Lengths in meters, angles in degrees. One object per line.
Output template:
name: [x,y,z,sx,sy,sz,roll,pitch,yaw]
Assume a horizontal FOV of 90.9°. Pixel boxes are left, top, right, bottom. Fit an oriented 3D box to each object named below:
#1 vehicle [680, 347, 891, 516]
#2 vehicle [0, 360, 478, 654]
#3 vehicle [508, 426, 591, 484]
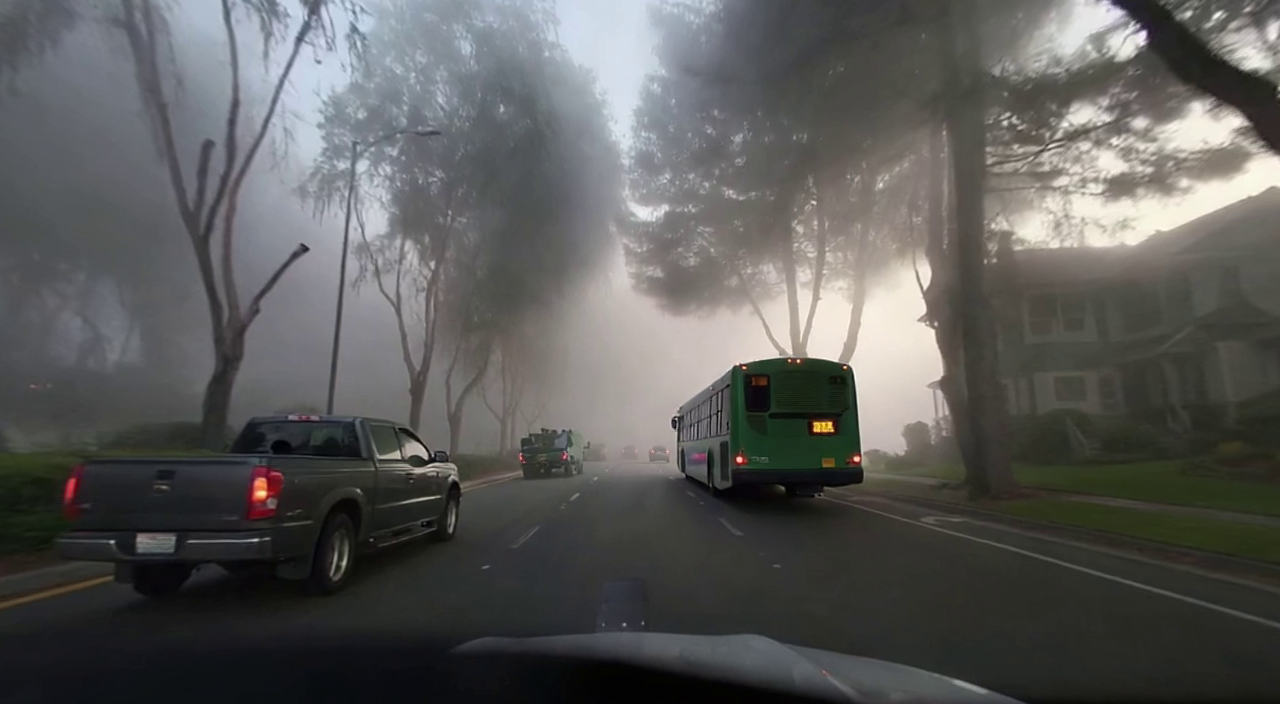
vehicle: [3.212,2.464,18.571,3.059,3.264,12.623,0,-9,-1]
vehicle: [-3.513,1.356,6.633,2.074,1.849,5.137,0,-9,2]
vehicle: [-3.478,4.153,25.622,2.513,2.066,5.820,0,-9,0]
